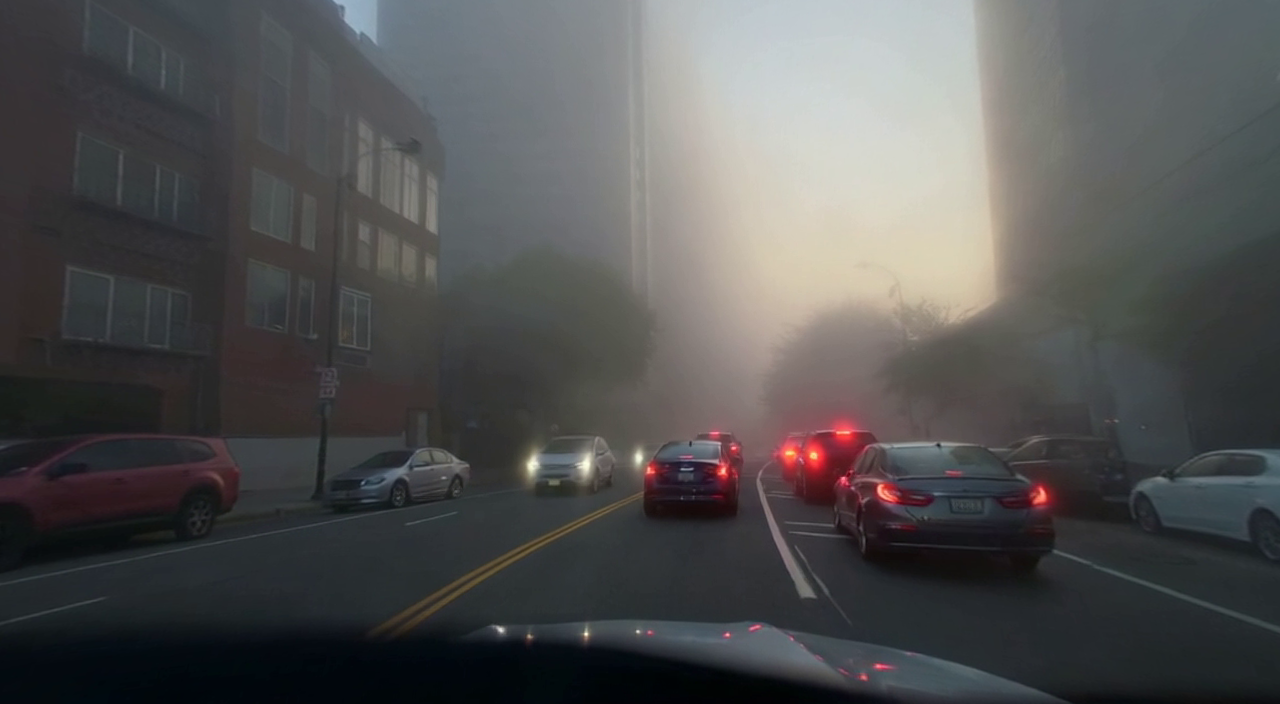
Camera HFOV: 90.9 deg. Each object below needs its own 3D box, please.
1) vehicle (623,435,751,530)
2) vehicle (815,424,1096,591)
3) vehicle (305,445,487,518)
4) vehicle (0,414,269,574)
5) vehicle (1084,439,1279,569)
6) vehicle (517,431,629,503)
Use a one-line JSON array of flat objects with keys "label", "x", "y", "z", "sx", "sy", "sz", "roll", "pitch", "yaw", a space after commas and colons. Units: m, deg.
[{"label": "vehicle", "x": 1.015, "y": 2.341, "z": 11.920, "sx": 2.031, "sy": 1.461, "sz": 3.763, "roll": -1, "pitch": -8, "yaw": 9}, {"label": "vehicle", "x": 3.503, "y": 1.748, "z": 8.023, "sx": 1.982, "sy": 1.510, "sz": 4.144, "roll": -1, "pitch": -9, "yaw": 9}, {"label": "vehicle", "x": -5.740, "y": 3.059, "z": 15.532, "sx": 1.928, "sy": 1.503, "sz": 4.322, "roll": -2, "pitch": -9, "yaw": 15}, {"label": "vehicle", "x": -7.791, "y": 1.942, "z": 8.824, "sx": 1.934, "sy": 1.770, "sz": 4.546, "roll": -9, "pitch": -9, "yaw": 9}, {"label": "vehicle", "x": 8.700, "y": 2.014, "z": 8.980, "sx": 1.901, "sy": 1.500, "sz": 4.729, "roll": -1, "pitch": -8, "yaw": 9}, {"label": "vehicle", "x": -1.701, "y": 3.140, "z": 17.754, "sx": 2.030, "sy": 1.730, "sz": 4.453, "roll": -1, "pitch": -8, "yaw": 9}]
